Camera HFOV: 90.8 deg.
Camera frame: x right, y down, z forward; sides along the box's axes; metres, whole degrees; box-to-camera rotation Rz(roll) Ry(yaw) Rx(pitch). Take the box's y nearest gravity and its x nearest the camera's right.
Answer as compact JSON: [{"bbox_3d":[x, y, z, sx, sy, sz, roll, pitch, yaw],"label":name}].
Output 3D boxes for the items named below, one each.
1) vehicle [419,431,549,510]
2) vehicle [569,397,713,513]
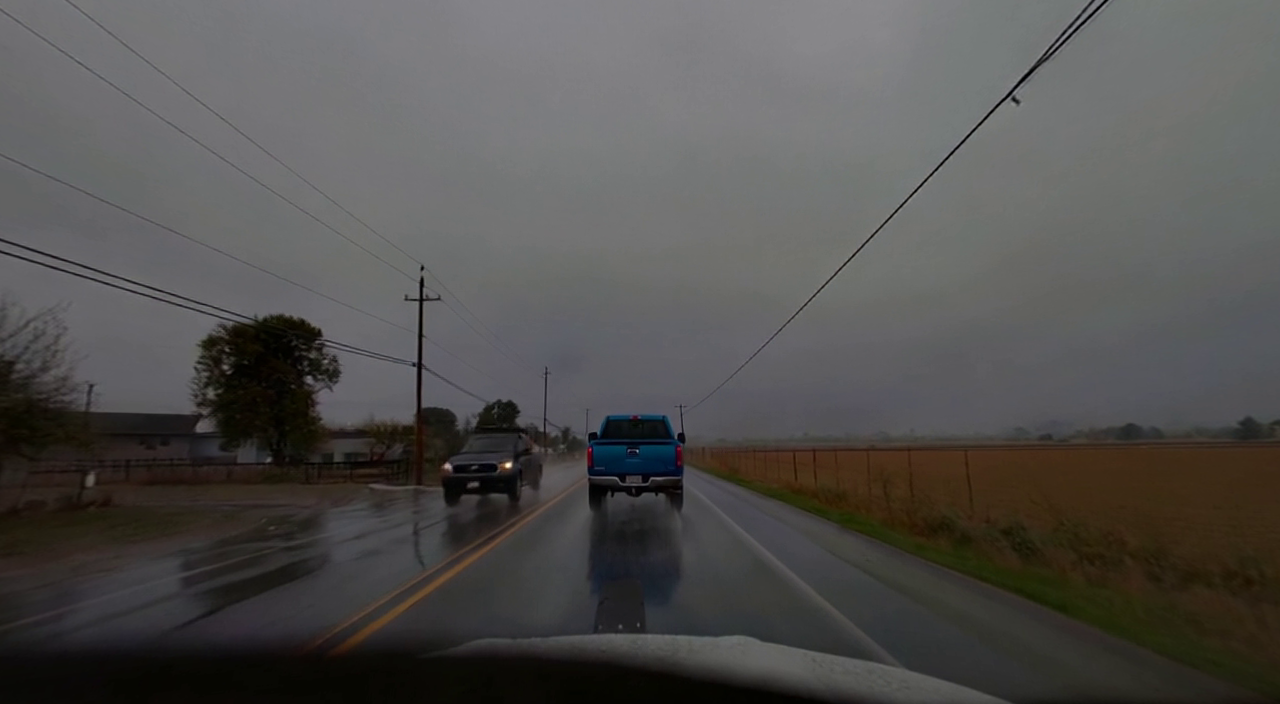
[{"bbox_3d":[-3.825,3.003,16.473,2.122,1.729,4.783,0,-8,1],"label":"vehicle"},{"bbox_3d":[-0.052,2.627,16.534,2.912,2.320,7.292,0,-8,-1],"label":"vehicle"}]
